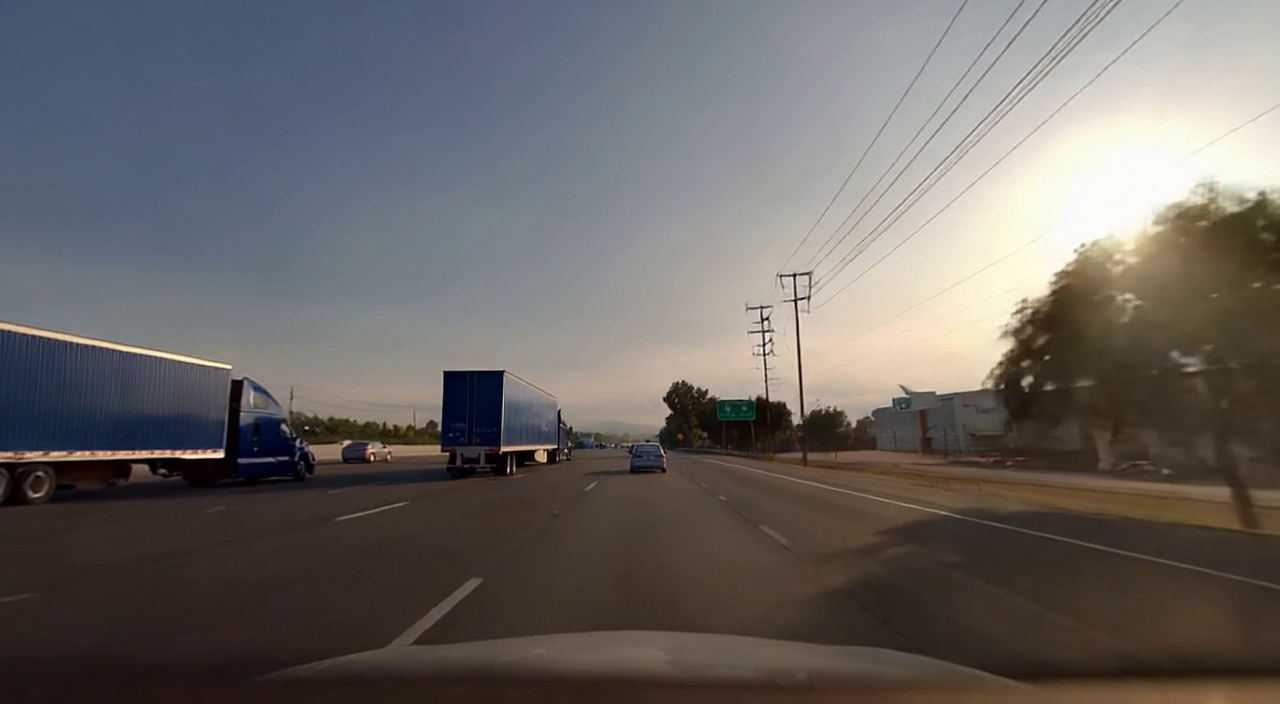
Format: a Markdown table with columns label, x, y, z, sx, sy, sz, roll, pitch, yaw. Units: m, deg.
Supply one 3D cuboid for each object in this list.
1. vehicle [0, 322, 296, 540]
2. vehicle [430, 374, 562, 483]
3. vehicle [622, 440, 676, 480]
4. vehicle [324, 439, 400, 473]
| label | x | y | z | sx | sy | sz | roll | pitch | yaw |
| --- | --- | --- | --- | --- | --- | --- | --- | --- | --- |
| vehicle | -10.688 | 1.556 | 11.870 | 2.896 | 3.140 | 9.491 | 0 | -8 | 1 |
| vehicle | -6.311 | 3.986 | 31.276 | 2.907 | 4.081 | 15.311 | 0 | -8 | 0 |
| vehicle | 0.348 | 4.491 | 26.541 | 2.055 | 1.514 | 4.323 | 0 | -8 | 0 |
| vehicle | -14.644 | 5.500 | 33.564 | 1.938 | 1.679 | 4.469 | 0 | -9 | 1 |
